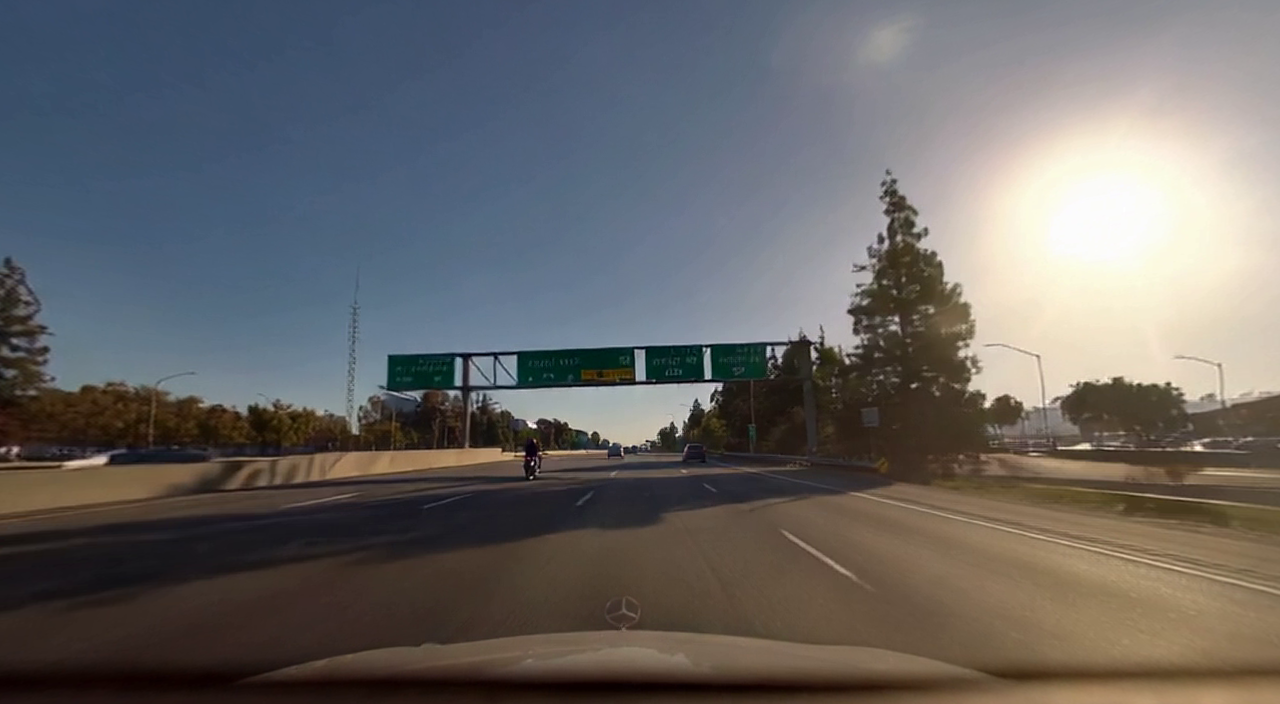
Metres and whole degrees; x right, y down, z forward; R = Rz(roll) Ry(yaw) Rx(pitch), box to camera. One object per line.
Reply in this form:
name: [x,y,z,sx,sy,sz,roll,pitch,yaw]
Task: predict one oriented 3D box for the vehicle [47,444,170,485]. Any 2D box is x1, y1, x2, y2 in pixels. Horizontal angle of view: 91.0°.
vehicle: [-20.391,4.313,24.375,1.597,1.447,3.602,0,-9,0]
